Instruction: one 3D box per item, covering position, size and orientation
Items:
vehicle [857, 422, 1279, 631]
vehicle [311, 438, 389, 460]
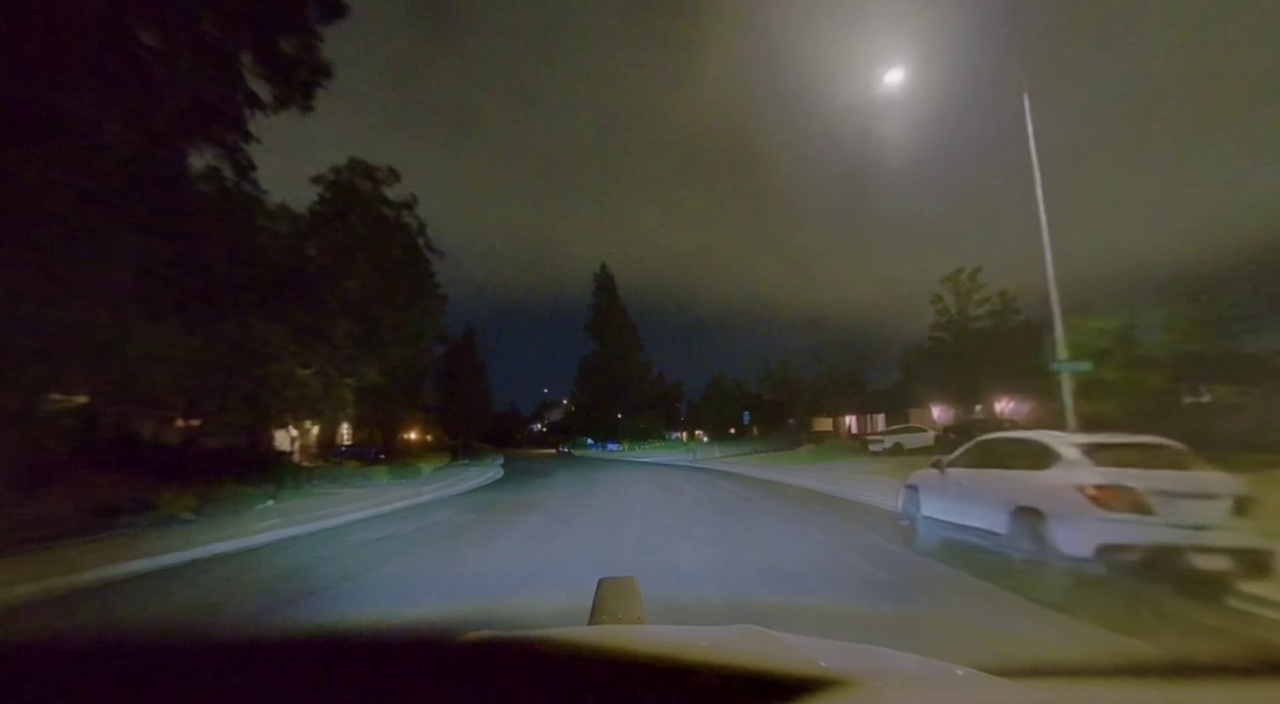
[{"bbox_3d":[4.318,1.630,6.983,2.088,1.522,4.449,0,-9,-2],"label":"vehicle"},{"bbox_3d":[-20.680,6.970,45.242,4.654,1.457,1.986,3,-10,-10],"label":"vehicle"}]
